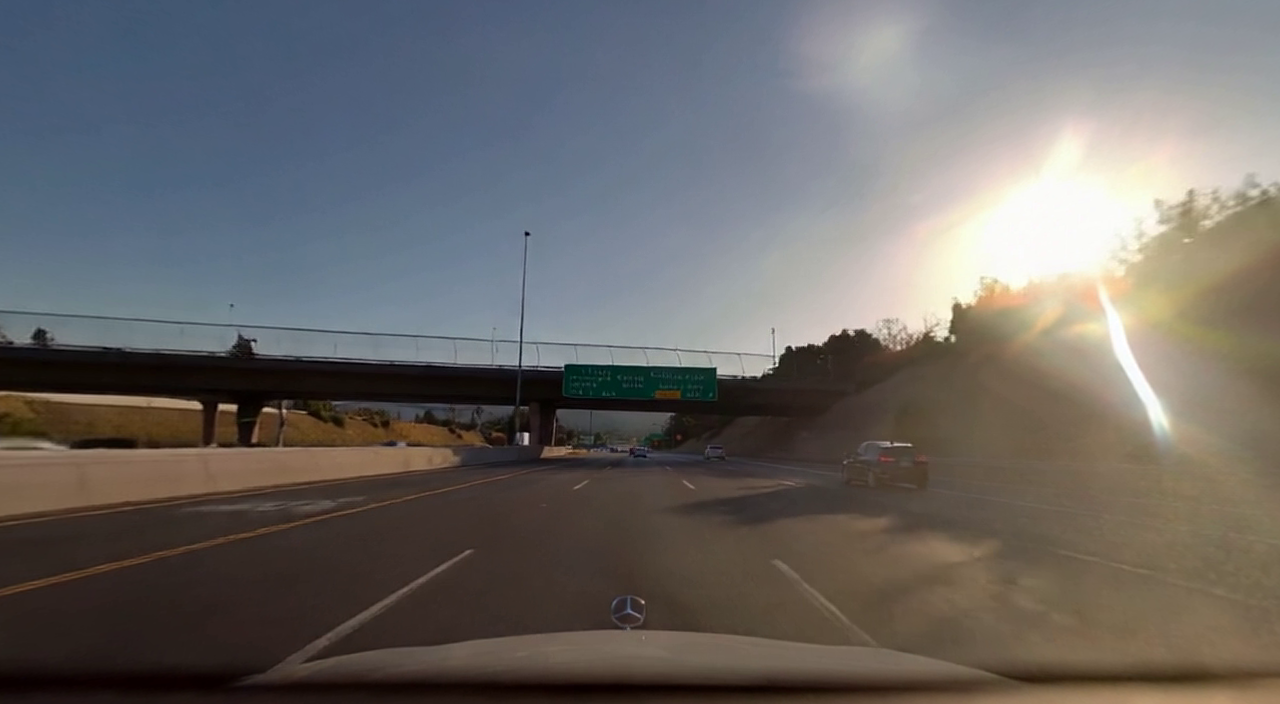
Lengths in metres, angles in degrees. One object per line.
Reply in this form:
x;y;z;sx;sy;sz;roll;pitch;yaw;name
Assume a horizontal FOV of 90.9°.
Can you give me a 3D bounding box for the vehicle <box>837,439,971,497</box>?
7.799;3.451;19.231;2.031;1.524;4.657;0;-8;-1;vehicle
